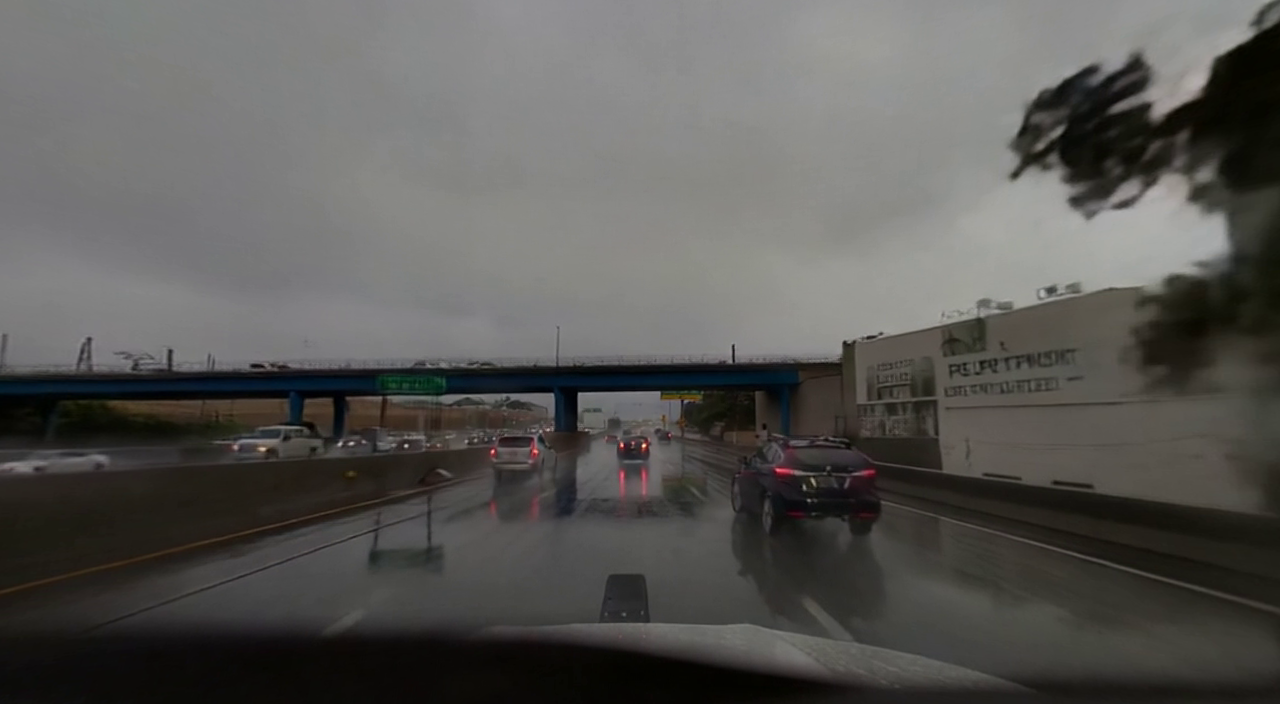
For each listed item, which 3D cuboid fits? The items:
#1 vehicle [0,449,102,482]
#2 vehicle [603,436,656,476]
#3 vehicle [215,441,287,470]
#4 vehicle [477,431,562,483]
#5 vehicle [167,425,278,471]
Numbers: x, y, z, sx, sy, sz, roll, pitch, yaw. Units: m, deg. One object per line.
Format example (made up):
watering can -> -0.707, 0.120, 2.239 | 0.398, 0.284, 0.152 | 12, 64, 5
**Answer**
vehicle -> -30.222, 5.676, 31.865 | 1.817, 1.460, 4.548 | -1, -8, 4
vehicle -> -0.373, 4.001, 24.509 | 1.877, 1.386, 3.872 | 0, -8, 0
vehicle -> -28.711, 7.641, 46.776 | 2.051, 1.965, 4.929 | 0, -8, 1
vehicle -> -4.001, 3.563, 21.650 | 2.064, 1.589, 4.213 | 0, -8, 0
vehicle -> -32.327, 7.491, 49.370 | 2.971, 3.275, 8.321 | 0, -8, -1
